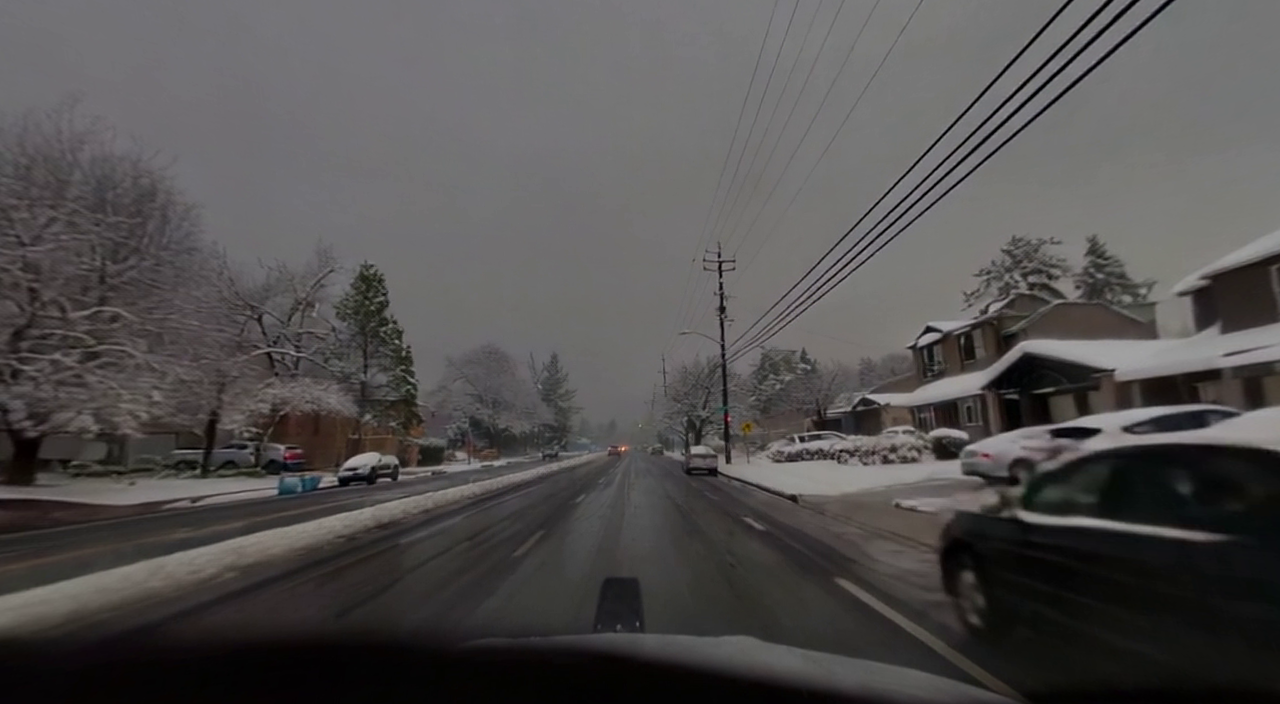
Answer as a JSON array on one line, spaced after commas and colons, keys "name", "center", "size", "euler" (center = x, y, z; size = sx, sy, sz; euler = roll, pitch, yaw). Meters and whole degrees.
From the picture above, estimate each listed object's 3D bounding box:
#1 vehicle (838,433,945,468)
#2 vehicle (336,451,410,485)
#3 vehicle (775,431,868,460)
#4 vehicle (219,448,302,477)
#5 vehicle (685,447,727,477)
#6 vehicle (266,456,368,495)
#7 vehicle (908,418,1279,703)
[{"name": "vehicle", "center": [12.402, 4.919, 31.336], "size": [4.429, 1.474, 1.887], "euler": [-3, -10, 2]}, {"name": "vehicle", "center": [-13.922, 6.062, 33.253], "size": [1.916, 1.632, 4.440], "euler": [0, -9, 1]}, {"name": "vehicle", "center": [12.663, 6.583, 44.346], "size": [5.713, 1.857, 2.285], "euler": [0, -9, -4]}, {"name": "vehicle", "center": [-22.575, 6.596, 37.686], "size": [3.803, 1.528, 1.812], "euler": [-2, -10, -2]}, {"name": "vehicle", "center": [3.514, 5.932, 34.392], "size": [1.855, 1.518, 4.707], "euler": [0, -9, 0]}, {"name": "vehicle", "center": [-14.065, 5.372, 27.868], "size": [2.011, 1.480, 4.644], "euler": [0, -9, 0]}, {"name": "vehicle", "center": [3.374, 1.112, 3.079], "size": [2.012, 1.481, 4.795], "euler": [0, -9, 0]}]
